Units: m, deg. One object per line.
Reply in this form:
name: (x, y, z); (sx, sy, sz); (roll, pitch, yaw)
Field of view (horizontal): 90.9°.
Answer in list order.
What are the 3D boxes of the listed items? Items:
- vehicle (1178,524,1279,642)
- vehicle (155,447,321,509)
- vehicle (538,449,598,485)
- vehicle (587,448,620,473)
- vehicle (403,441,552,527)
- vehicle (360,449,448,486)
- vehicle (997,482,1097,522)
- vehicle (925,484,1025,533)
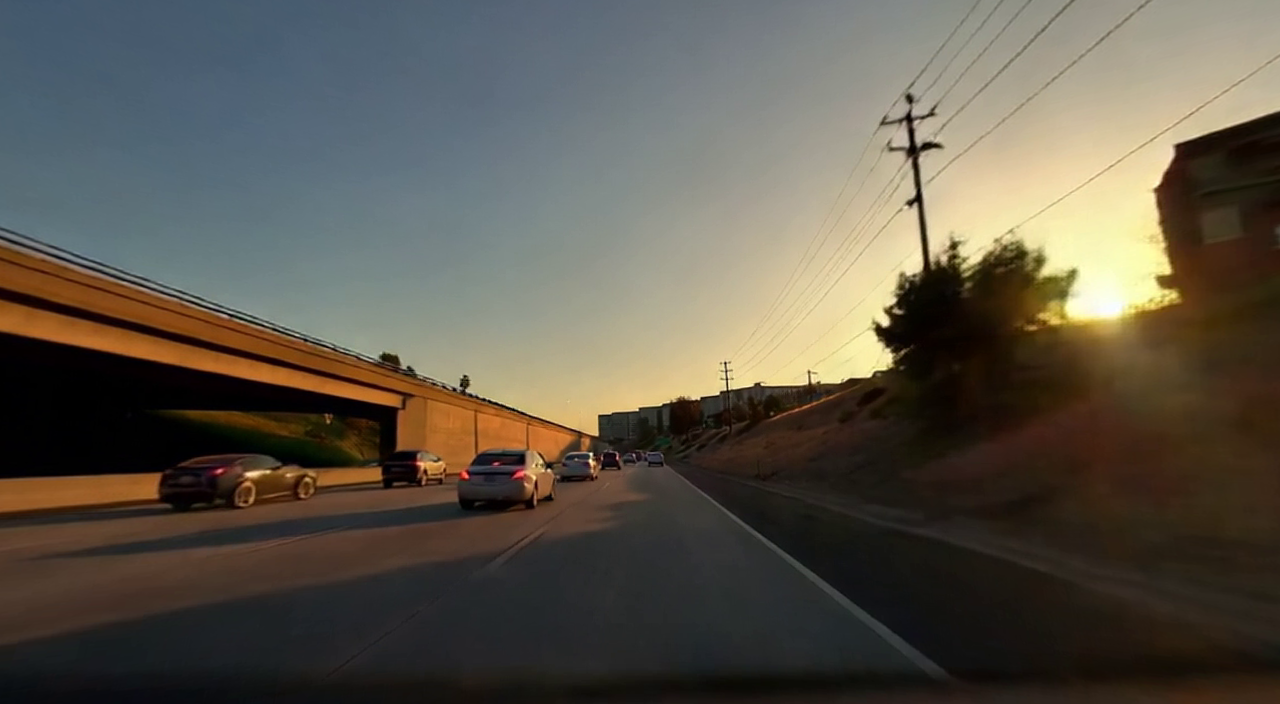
vehicle: (10.890, 3.584, 9.055); (1.962, 1.584, 4.807); (0, -8, -2)
vehicle: (-10.901, 3.405, 17.511); (1.981, 1.484, 3.827); (0, -8, 1)
vehicle: (-3.129, 5.117, 28.338); (2.056, 1.449, 4.330); (0, -8, 2)
vehicle: (-2.681, 8.128, 47.533); (2.052, 1.731, 4.372); (0, -8, 2)
vehicle: (-3.181, 2.662, 13.369); (1.939, 1.511, 4.246); (0, -8, 1)
vehicle: (-10.742, 5.279, 29.136); (1.978, 1.498, 4.940); (0, -8, 2)
vehicle: (21.720, 7.996, 33.944); (1.941, 1.715, 4.868); (0, -8, -2)
vehicle: (13.546, 6.313, 25.766); (1.853, 1.586, 3.727); (1, -8, -3)
